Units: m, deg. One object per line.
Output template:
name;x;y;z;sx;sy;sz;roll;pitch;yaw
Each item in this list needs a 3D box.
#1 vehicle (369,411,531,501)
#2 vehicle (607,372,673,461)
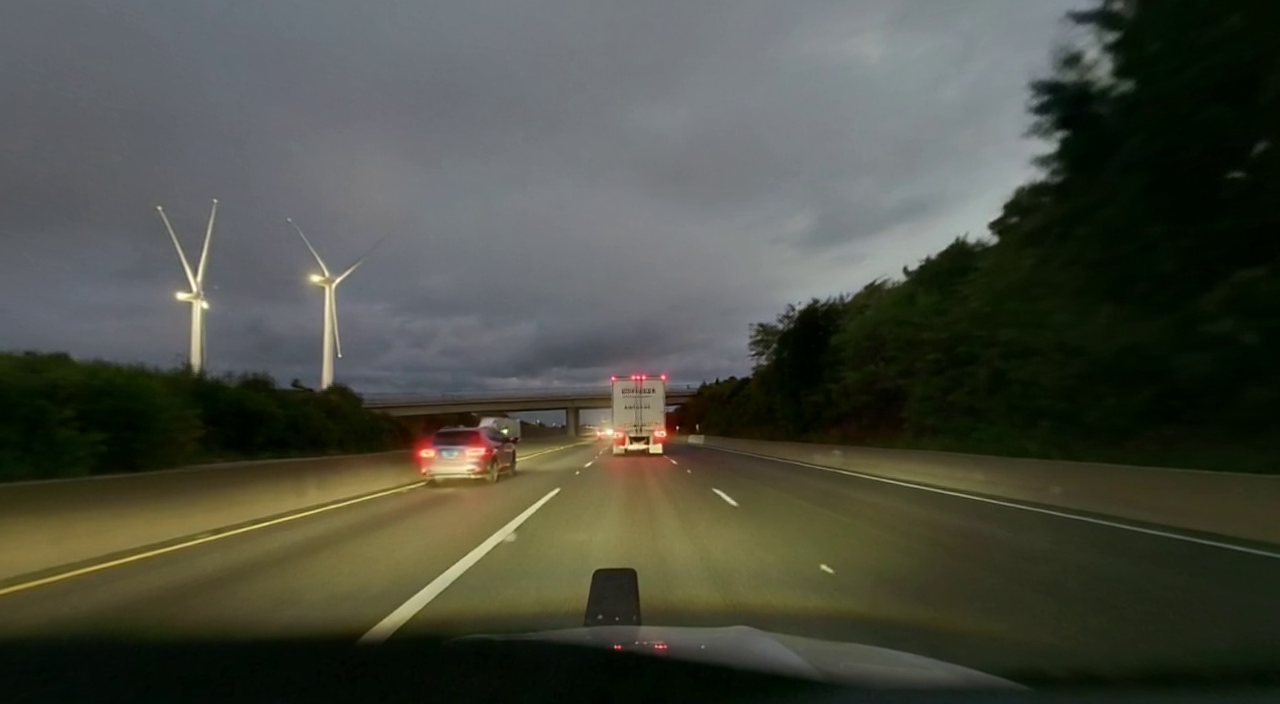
vehicle;-4.018;2.274;14.401;2.167;1.686;4.946;0;-7;0
vehicle;-0.126;3.665;34.363;2.906;3.990;12.551;0;-7;-1
